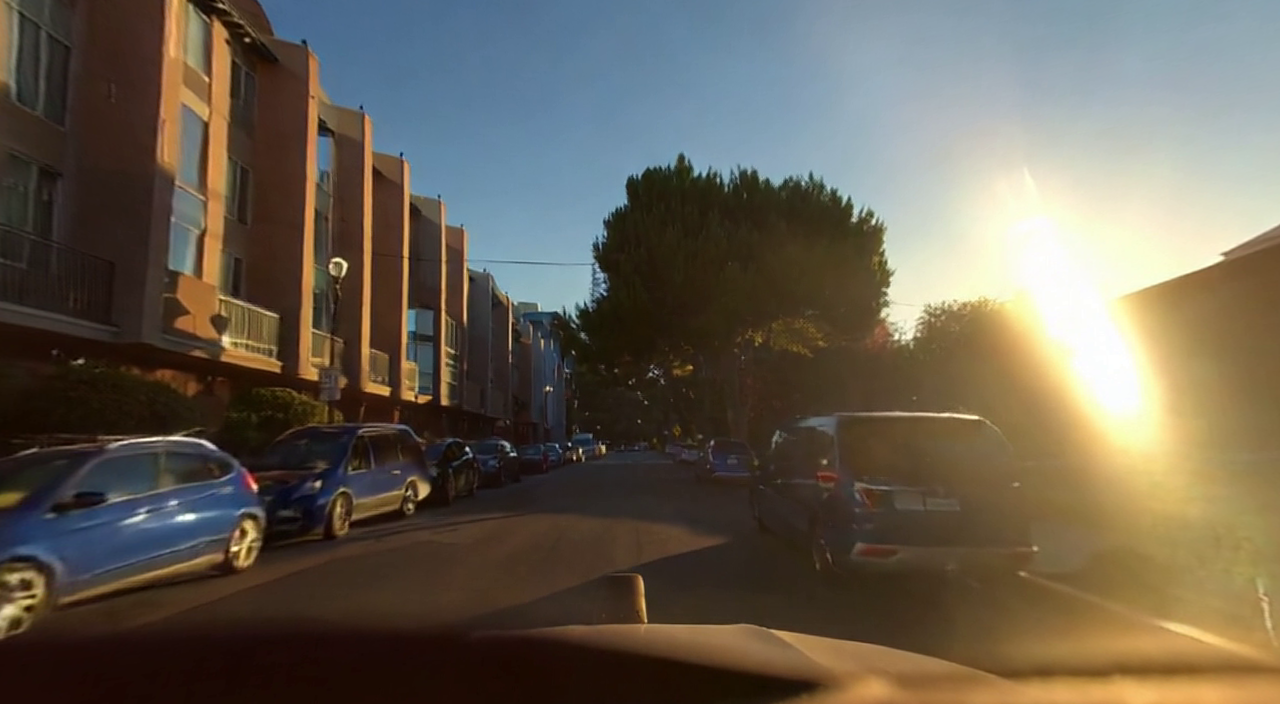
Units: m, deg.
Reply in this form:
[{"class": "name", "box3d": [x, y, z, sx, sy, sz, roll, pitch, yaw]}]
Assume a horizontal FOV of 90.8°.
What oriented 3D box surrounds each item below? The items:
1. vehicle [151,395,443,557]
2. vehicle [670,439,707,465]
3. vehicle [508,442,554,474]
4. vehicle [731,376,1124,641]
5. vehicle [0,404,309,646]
[{"class": "vehicle", "box3d": [-5.464, 2.047, 11.347, 2.196, 2.059, 5.748, -2, -8, -2]}, {"class": "vehicle", "box3d": [2.951, 6.208, 39.178, 1.835, 1.490, 4.134, 0, -9, -2]}, {"class": "vehicle", "box3d": [-5.476, 5.379, 32.156, 1.722, 1.491, 3.431, 0, -9, 0]}, {"class": "vehicle", "box3d": [2.749, 1.397, 7.846, 2.259, 2.119, 5.281, 0, -3, -2]}, {"class": "vehicle", "box3d": [-5.482, 1.507, 6.147, 1.838, 1.725, 4.660, 0, -9, 2]}]
